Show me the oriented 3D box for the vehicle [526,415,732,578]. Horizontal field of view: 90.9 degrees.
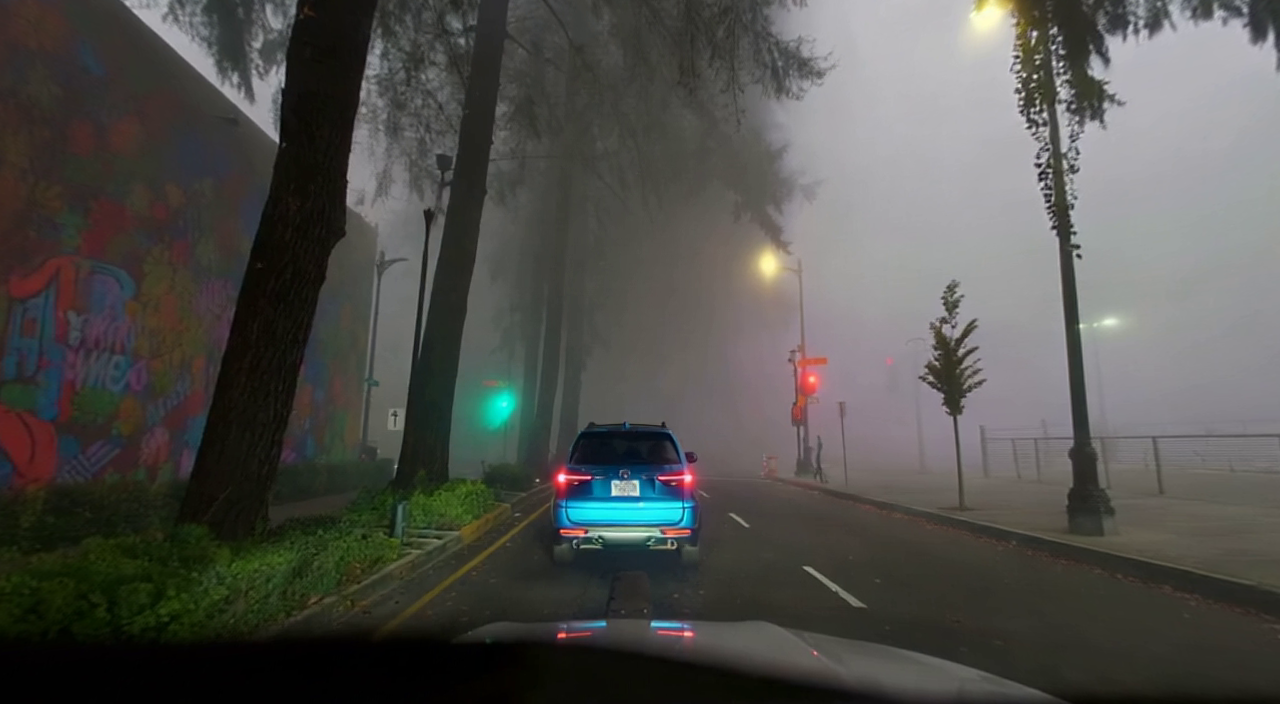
[{"bbox_3d":[-0.131,1.753,8.380,2.079,1.621,3.861,0,-8,-1],"label":"vehicle"}]
